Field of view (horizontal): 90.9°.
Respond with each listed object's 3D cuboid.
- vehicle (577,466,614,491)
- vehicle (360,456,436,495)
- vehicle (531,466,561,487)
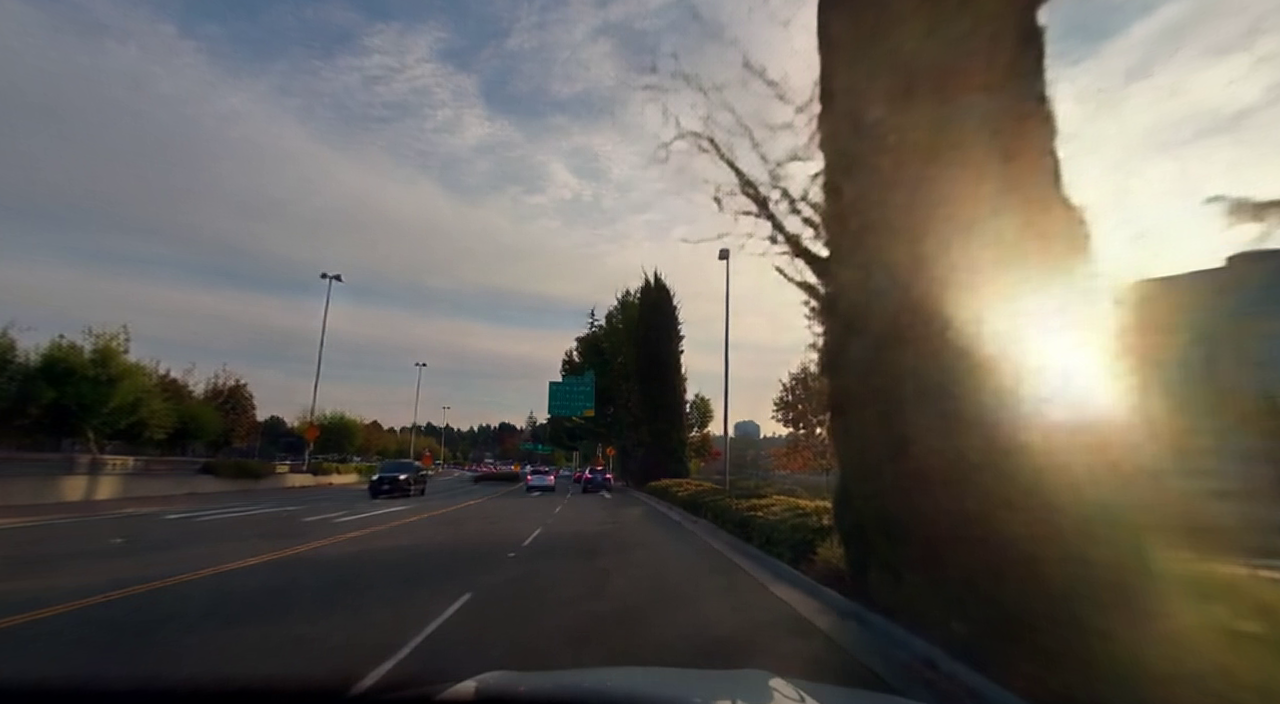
[{"bbox_3d":[-2.900,8.082,40.336,2.129,1.471,4.258,2,-10,-7],"label":"vehicle"},{"bbox_3d":[-11.436,5.895,30.183,2.183,1.665,4.498,2,-10,-5],"label":"vehicle"},{"bbox_3d":[-6.908,9.180,46.582,2.030,1.441,4.806,2,-11,-7],"label":"vehicle"}]
